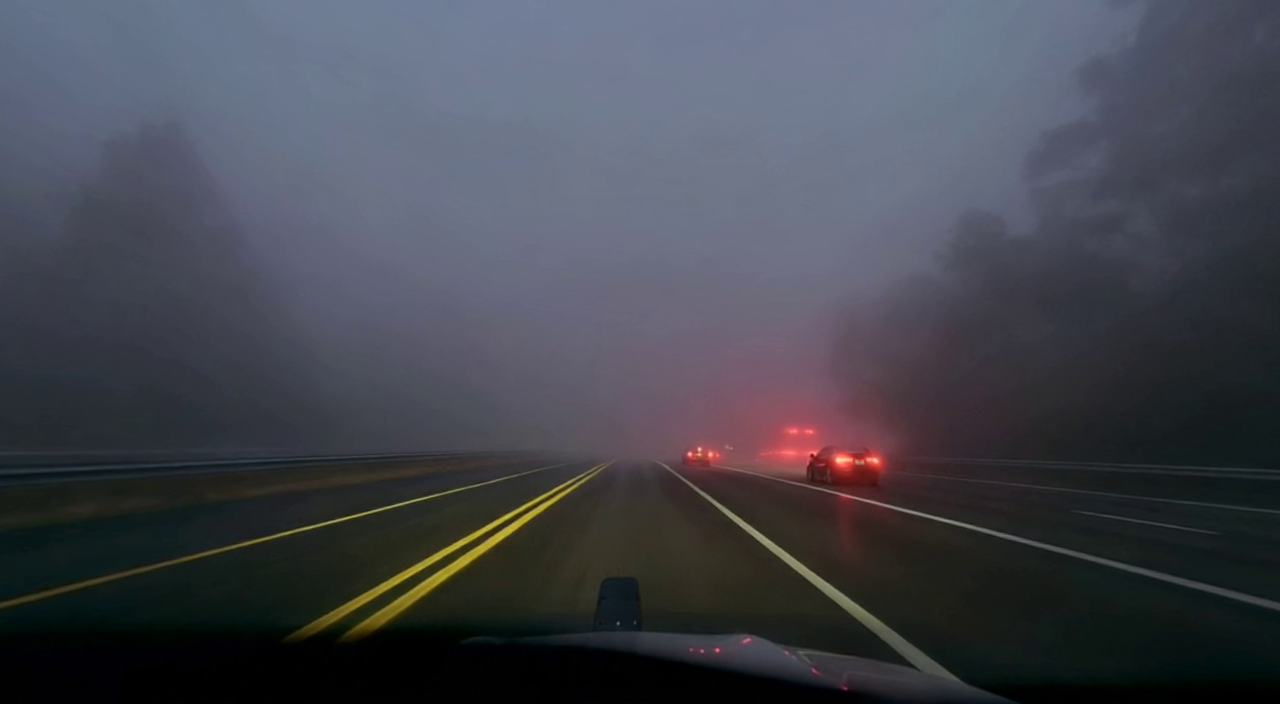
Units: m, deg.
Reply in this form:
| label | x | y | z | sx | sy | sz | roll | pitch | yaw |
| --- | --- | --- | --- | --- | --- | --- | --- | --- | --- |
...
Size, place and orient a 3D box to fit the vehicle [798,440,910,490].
| label | x | y | z | sx | sy | sz | roll | pitch | yaw |
| --- | --- | --- | --- | --- | --- | --- | --- | --- | --- |
| vehicle | 7.208 | 3.846 | 21.893 | 2.046 | 1.509 | 4.929 | 0 | -8 | -1 |

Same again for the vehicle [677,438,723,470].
| label | x | y | z | sx | sy | sz | roll | pitch | yaw |
| --- | --- | --- | --- | --- | --- | --- | --- | --- | --- |
| vehicle | 3.532 | 6.137 | 38.281 | 2.141 | 1.785 | 4.778 | 0 | -8 | -2 |
